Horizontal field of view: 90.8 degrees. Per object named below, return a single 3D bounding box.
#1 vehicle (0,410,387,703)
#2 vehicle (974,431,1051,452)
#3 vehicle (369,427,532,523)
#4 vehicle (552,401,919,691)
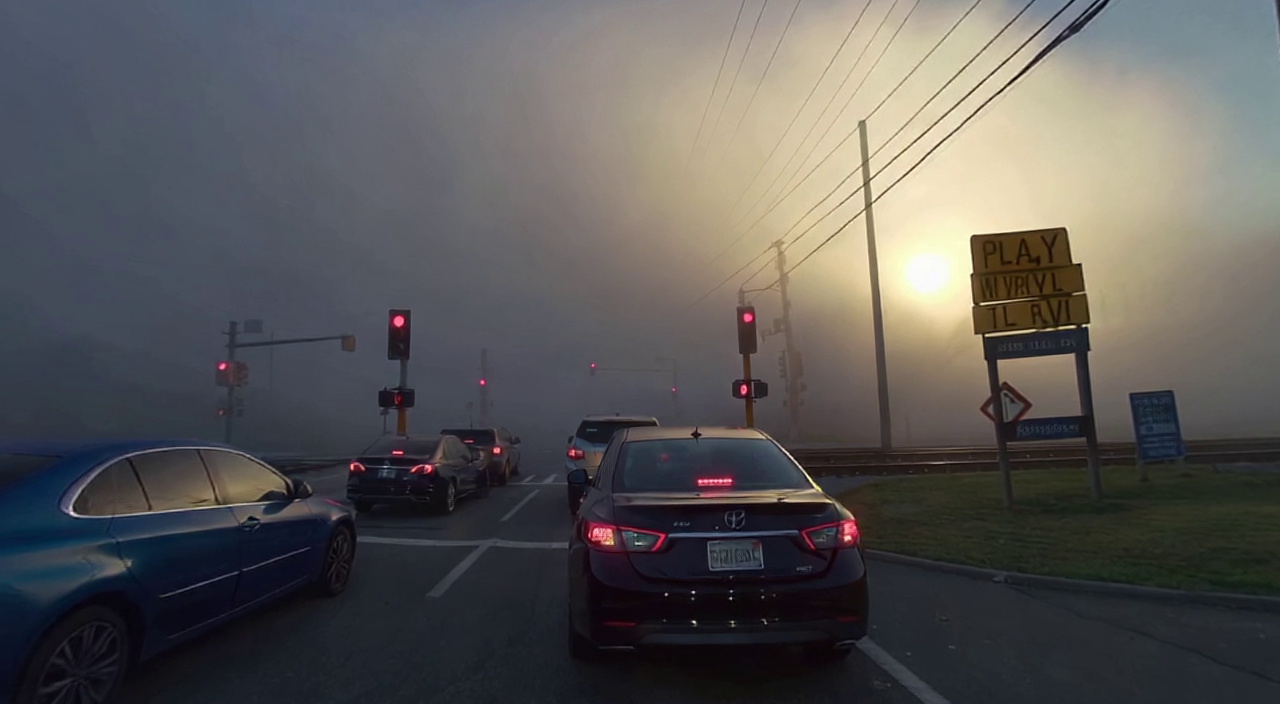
[{"bbox_3d":[-3.710,1.251,4.453,1.956,1.468,4.585,0,-9,0],"label":"vehicle"},{"bbox_3d":[27.473,6.607,46.667,4.453,1.476,1.887,0,-9,0],"label":"vehicle"},{"bbox_3d":[-3.357,2.260,12.086,1.984,1.505,3.982,0,-9,-2],"label":"vehicle"},{"bbox_3d":[0.405,1.337,5.460,1.998,1.529,3.960,1,-9,-4],"label":"vehicle"}]
